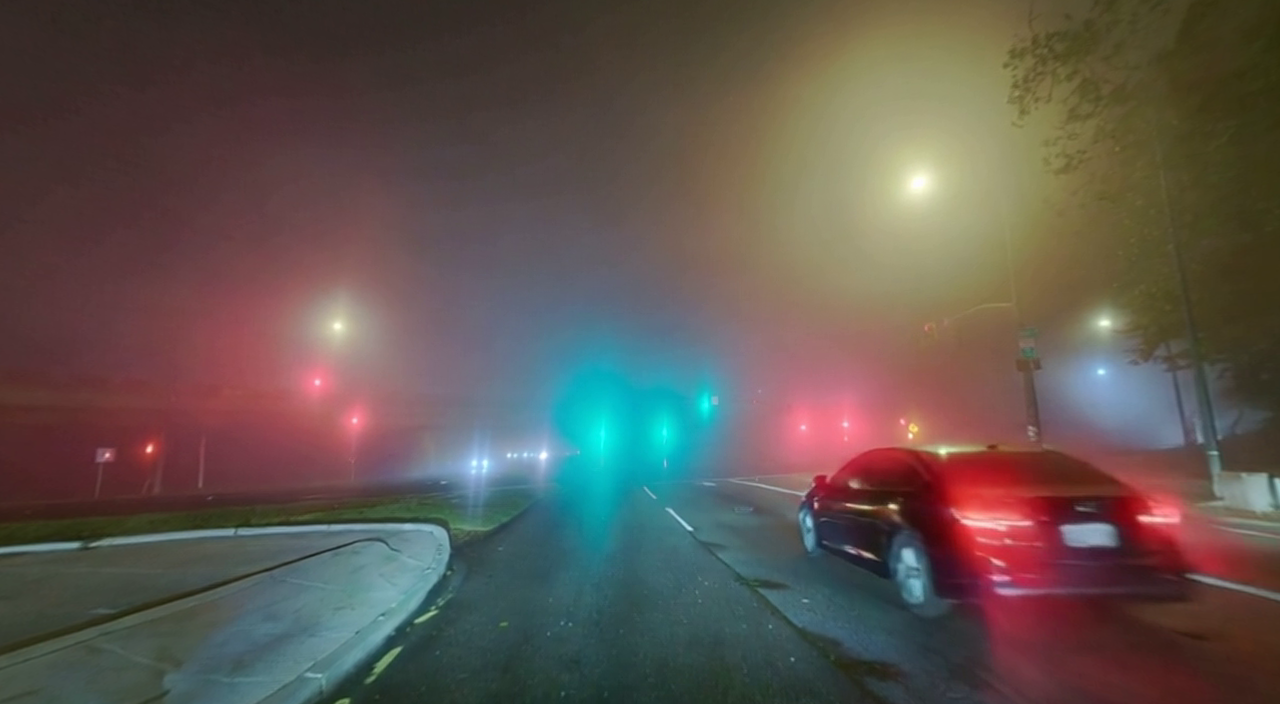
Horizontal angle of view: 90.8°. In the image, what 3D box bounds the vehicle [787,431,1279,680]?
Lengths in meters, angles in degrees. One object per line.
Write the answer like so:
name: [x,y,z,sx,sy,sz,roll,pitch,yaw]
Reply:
vehicle: [2.905,1.533,6.008,1.909,1.425,4.521,0,-9,0]
